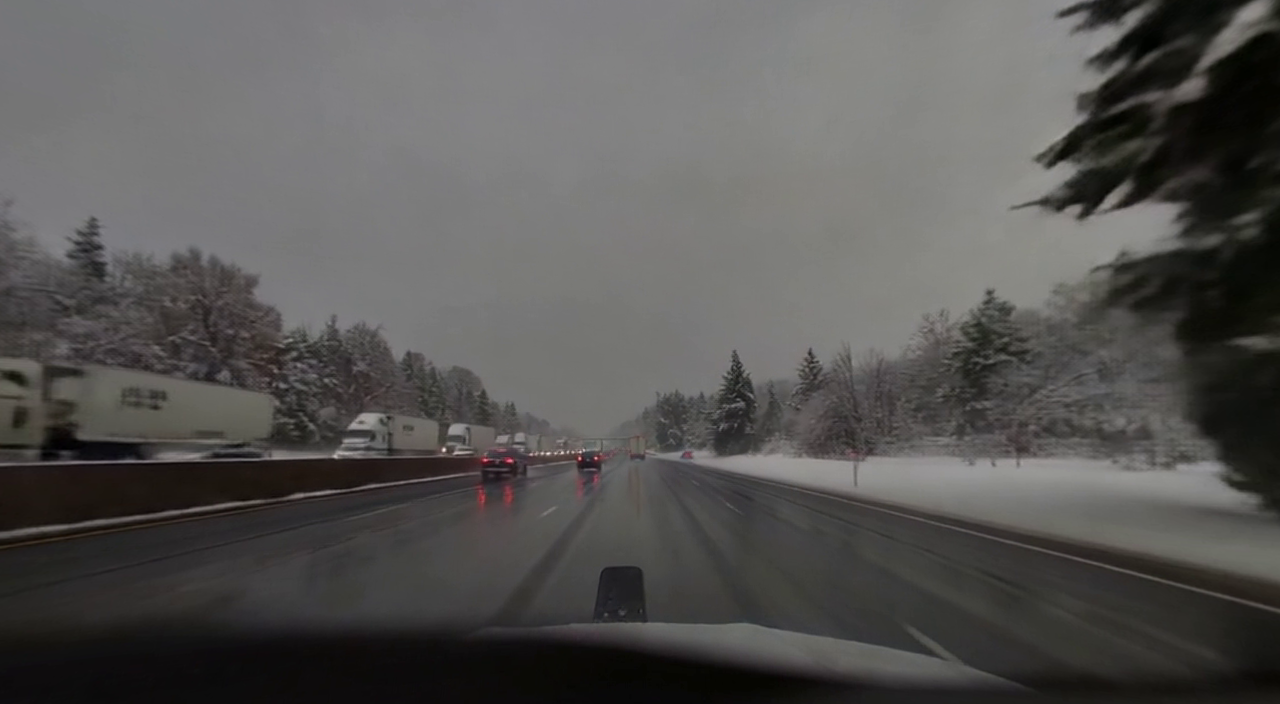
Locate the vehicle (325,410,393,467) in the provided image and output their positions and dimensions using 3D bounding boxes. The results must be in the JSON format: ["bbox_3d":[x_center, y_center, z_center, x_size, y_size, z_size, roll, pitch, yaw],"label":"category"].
[{"bbox_3d":[-18.983,5.895,42.794,2.954,3.700,3.302,0,-9,0],"label":"vehicle"}]

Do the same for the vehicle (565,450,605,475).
[{"bbox_3d":[-3.394,6.978,39.891,2.076,1.453,4.094,0,-9,1],"label":"vehicle"}]

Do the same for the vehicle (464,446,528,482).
[{"bbox_3d":[-7.315,5.736,32.523,2.122,1.685,4.714,0,-9,1],"label":"vehicle"}]

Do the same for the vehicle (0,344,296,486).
[{"bbox_3d":[-18.840,2.858,24.239,2.825,3.842,14.345,3,-10,1],"label":"vehicle"}]

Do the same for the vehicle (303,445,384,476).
[{"bbox_3d":[-14.616,5.351,31.335,1.888,1.426,4.428,0,-9,0],"label":"vehicle"}]

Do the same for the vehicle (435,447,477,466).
[{"bbox_3d":[-14.160,8.058,48.781,1.956,1.433,4.339,0,-9,0],"label":"vehicle"}]

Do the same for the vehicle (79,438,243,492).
[{"bbox_3d":[-14.381,3.407,19.266,1.865,1.456,4.034,0,-9,-1],"label":"vehicle"}]
